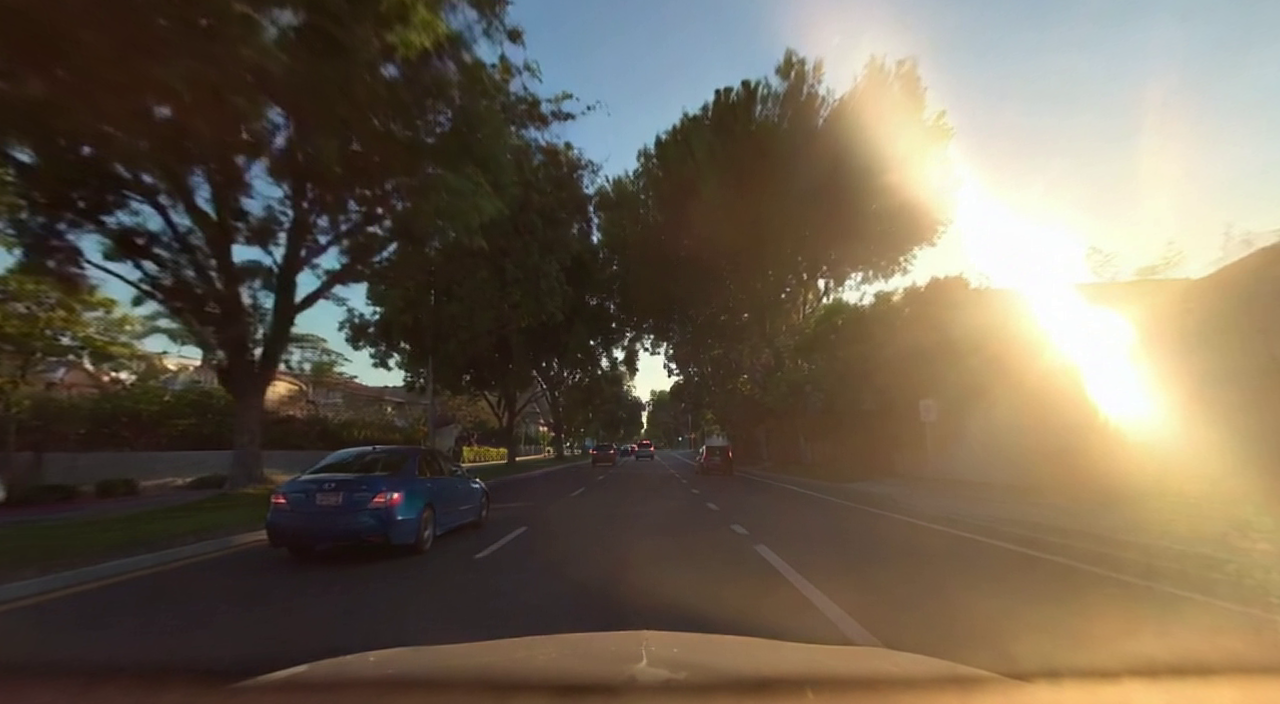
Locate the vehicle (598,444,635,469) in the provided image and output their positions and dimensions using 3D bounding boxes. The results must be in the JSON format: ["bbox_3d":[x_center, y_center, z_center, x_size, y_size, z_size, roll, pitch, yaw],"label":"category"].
[{"bbox_3d":[-1.451,6.670,40.325,1.940,1.473,4.133,-1,-9,3],"label":"vehicle"}]

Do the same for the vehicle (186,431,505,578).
[{"bbox_3d":[-3.583,1.956,9.059,2.091,1.503,4.989,-1,-9,1],"label":"vehicle"}]

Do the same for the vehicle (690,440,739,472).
[{"bbox_3d":[4.063,5.754,35.076,2.182,1.688,4.187,0,-9,-1],"label":"vehicle"}]
